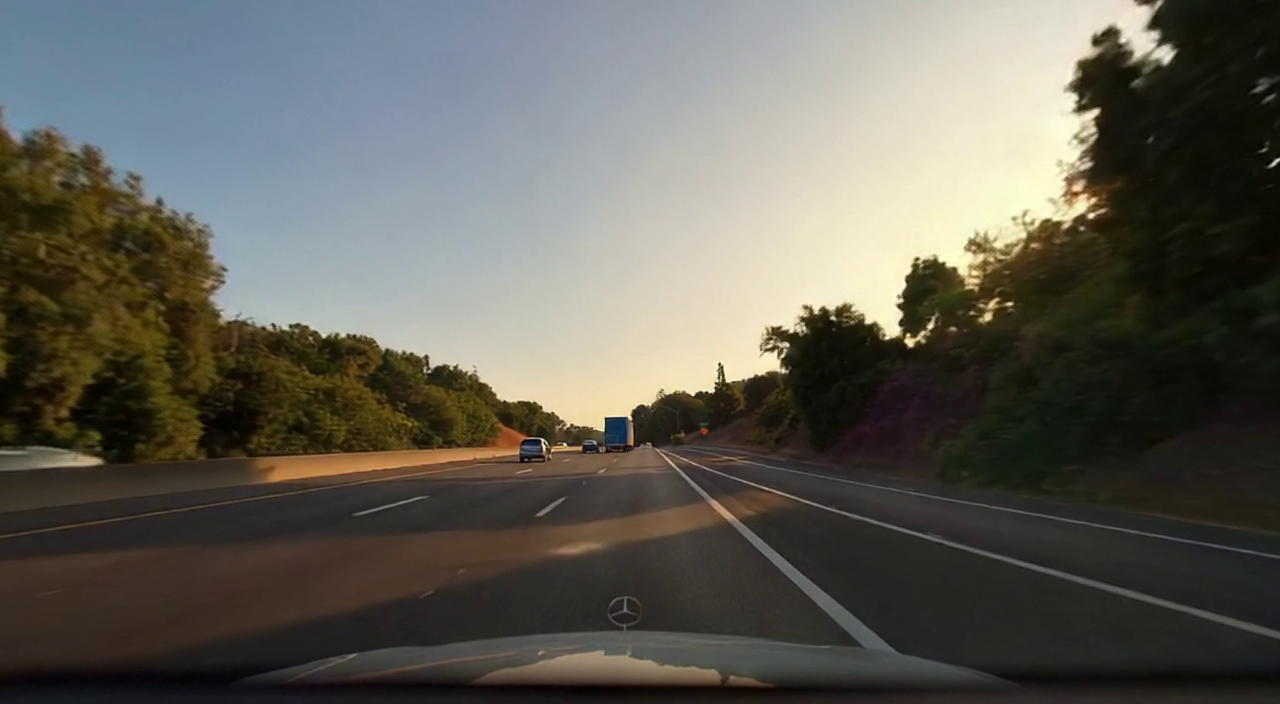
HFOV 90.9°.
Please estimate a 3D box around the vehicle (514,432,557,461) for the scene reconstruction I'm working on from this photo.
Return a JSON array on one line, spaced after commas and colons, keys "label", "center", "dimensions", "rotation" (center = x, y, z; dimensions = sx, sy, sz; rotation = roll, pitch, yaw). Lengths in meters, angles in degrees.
[{"label": "vehicle", "center": [-7.089, 6.454, 43.071], "dimensions": [2.043, 1.828, 4.436], "rotation": [0, -8, 2]}]
